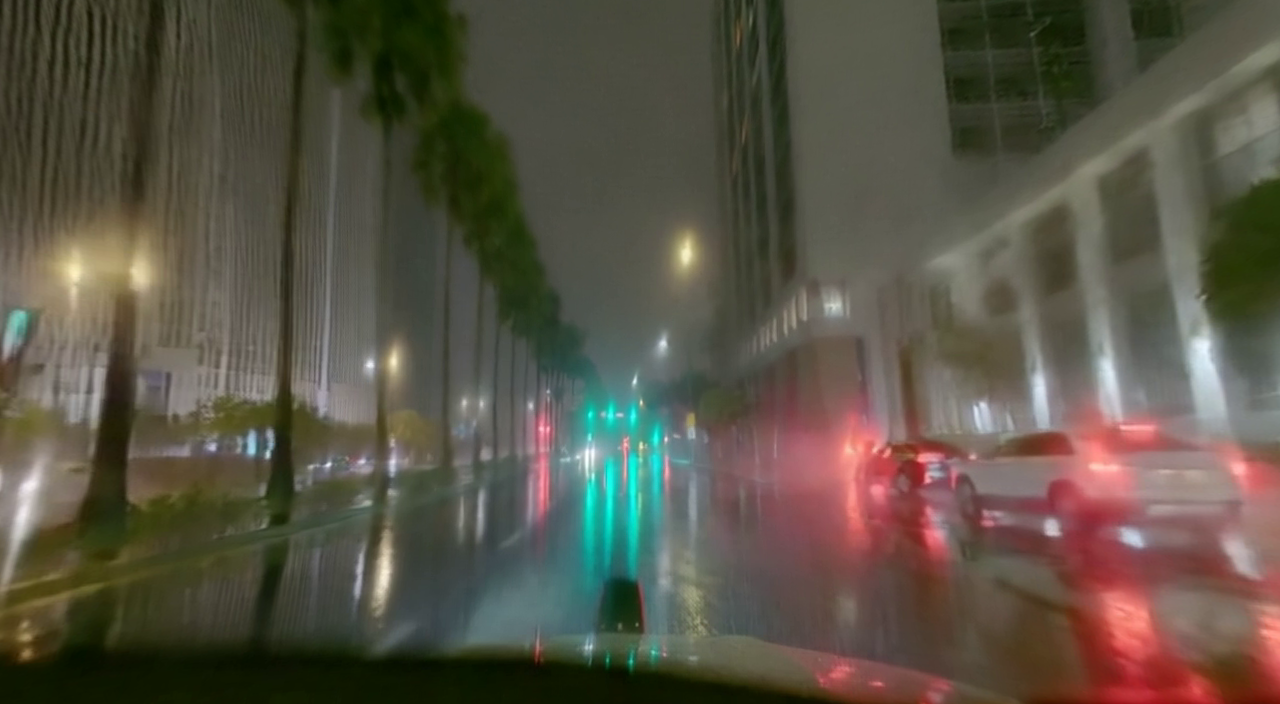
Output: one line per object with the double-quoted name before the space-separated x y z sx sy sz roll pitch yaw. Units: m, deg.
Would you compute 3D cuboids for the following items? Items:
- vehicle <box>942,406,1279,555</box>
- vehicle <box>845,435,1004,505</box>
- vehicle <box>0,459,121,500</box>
"vehicle" 6.930 1.832 9.723 2.225 1.727 4.418 0 -8 -2
"vehicle" 7.019 2.948 16.279 1.919 1.499 4.779 -1 -8 1
"vehicle" -24.657 5.310 26.593 1.801 1.444 4.640 0 -8 -3
